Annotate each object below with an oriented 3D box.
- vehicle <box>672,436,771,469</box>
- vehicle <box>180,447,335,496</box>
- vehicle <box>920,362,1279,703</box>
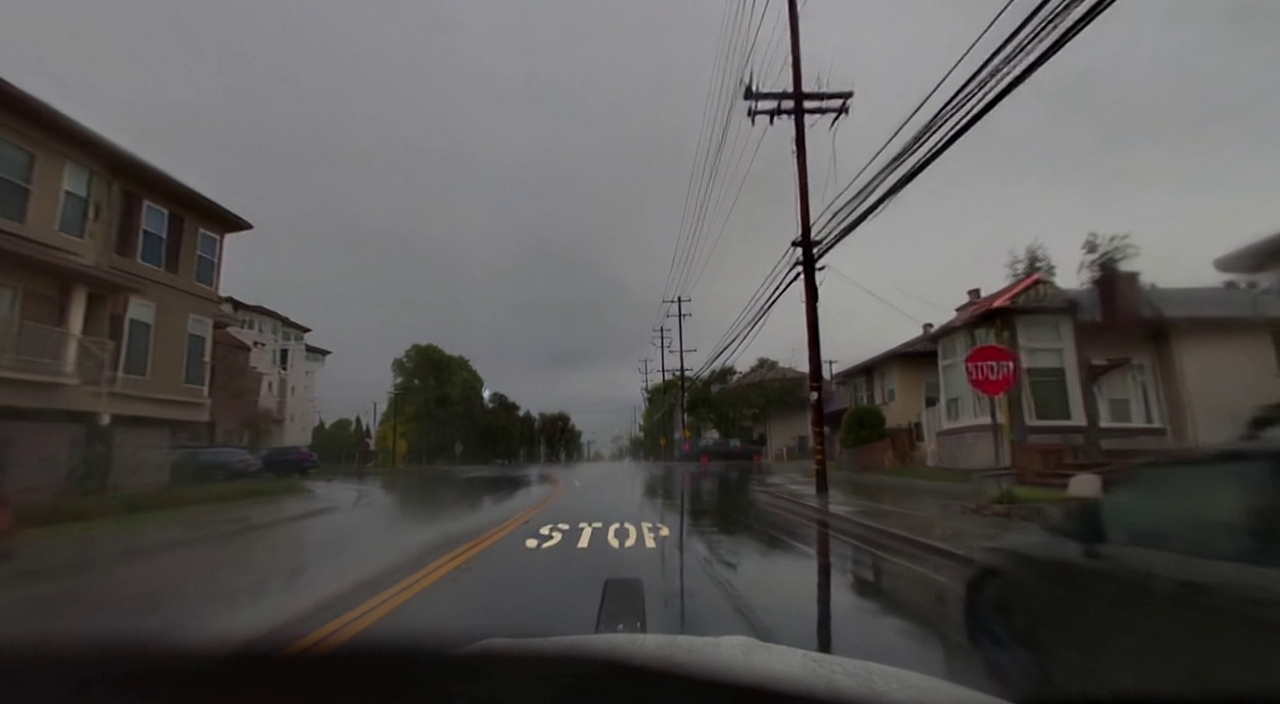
[{"bbox_3d":[4.965,6.198,38.773,5.578,1.842,2.300,3,-9,-12],"label":"vehicle"},{"bbox_3d":[-13.157,4.117,21.954,4.146,1.535,1.862,0,-8,-3],"label":"vehicle"},{"bbox_3d":[2.715,0.771,1.483,2.080,1.531,4.415,0,-8,0],"label":"vehicle"}]
